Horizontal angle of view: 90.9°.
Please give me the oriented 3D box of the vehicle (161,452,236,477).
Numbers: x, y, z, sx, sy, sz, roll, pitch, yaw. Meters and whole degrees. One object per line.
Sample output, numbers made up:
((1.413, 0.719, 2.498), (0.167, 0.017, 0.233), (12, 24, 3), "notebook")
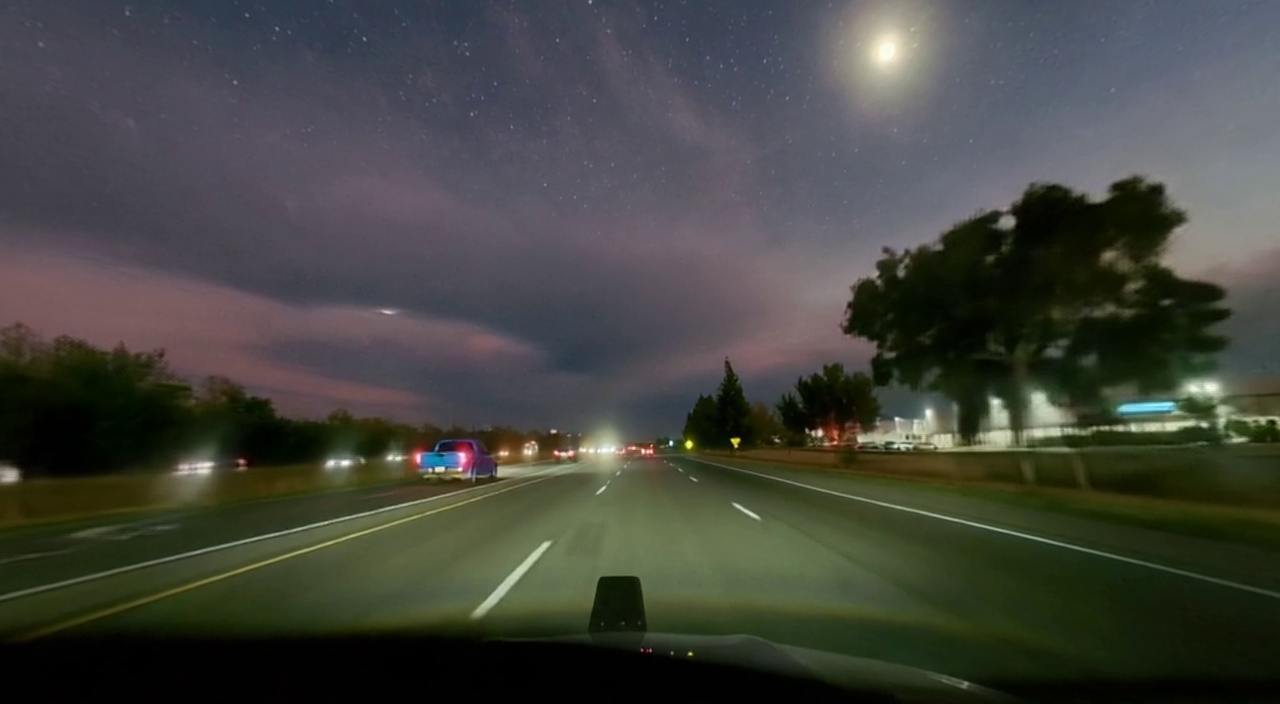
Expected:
((-33.084, 8.439, 47.487), (1.997, 1.730, 4.951), (0, -8, 1), "vehicle")

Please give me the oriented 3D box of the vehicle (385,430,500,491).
((-6.917, 3.874, 22.999), (2.156, 1.911, 5.956), (0, -8, 1), "vehicle")
